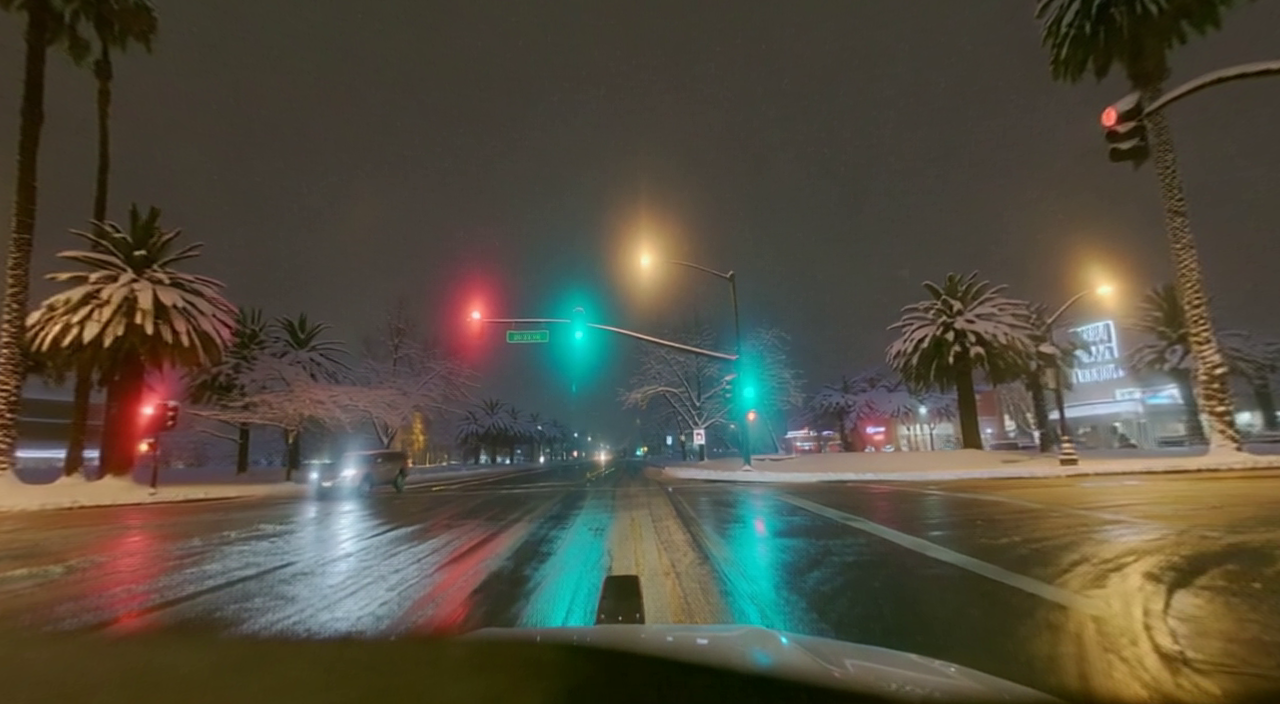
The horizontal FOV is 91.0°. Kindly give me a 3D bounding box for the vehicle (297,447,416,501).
[{"bbox_3d":[-10.730,4.605,24.332,2.270,1.833,4.860,0,-9,1],"label":"vehicle"}]
